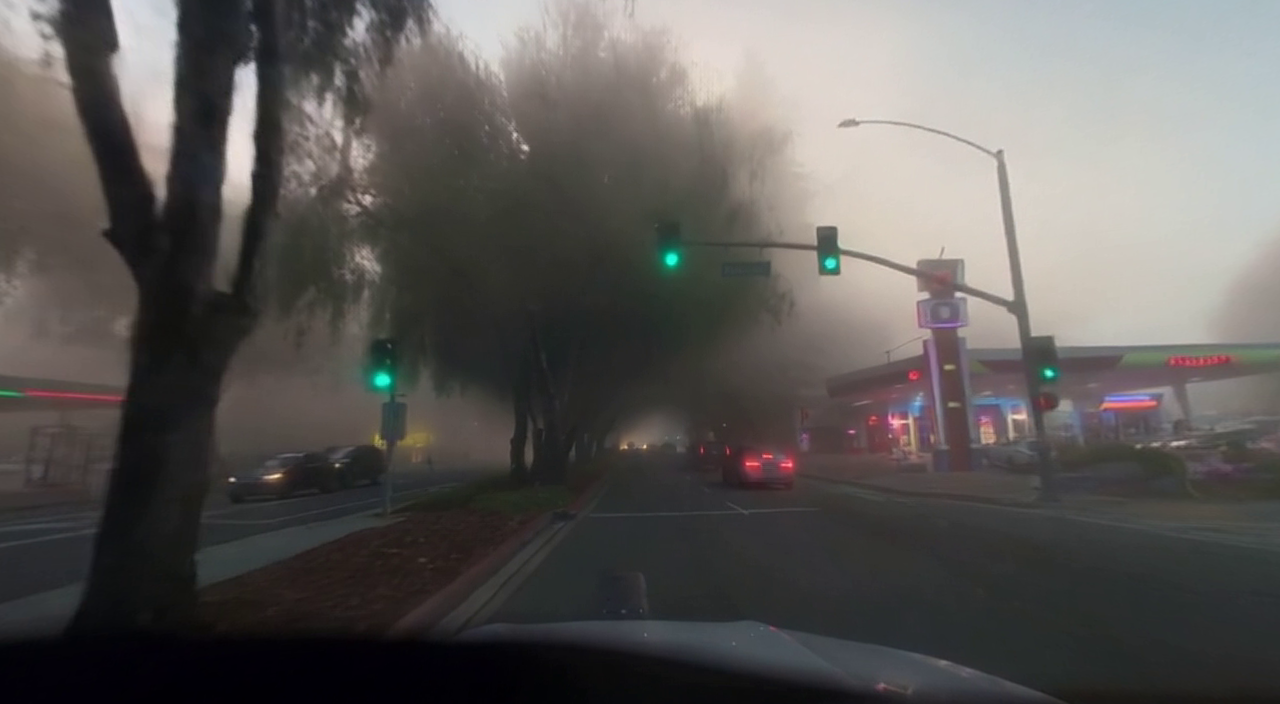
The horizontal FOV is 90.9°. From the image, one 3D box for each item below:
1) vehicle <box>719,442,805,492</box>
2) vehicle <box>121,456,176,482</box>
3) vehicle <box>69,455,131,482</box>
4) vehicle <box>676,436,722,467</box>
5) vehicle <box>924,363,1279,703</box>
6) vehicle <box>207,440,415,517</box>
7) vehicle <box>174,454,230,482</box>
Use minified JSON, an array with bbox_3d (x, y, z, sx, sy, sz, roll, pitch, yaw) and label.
[{"bbox_3d":[3.831,3.680,20.518,1.871,1.442,4.122,0,-8,-1],"label":"vehicle"},{"bbox_3d":[-34.163,8.115,43.895,1.803,1.675,3.674,3,-9,-18],"label":"vehicle"},{"bbox_3d":[-36.270,7.811,42.461,1.755,1.670,3.889,3,-9,-19],"label":"vehicle"},{"bbox_3d":[4.006,6.867,43.778,2.611,1.983,5.165,0,-8,-1],"label":"vehicle"},{"bbox_3d":[3.845,1.047,3.906,1.875,1.665,4.931,0,-9,0],"label":"vehicle"},{"bbox_3d":[-8.229,3.173,16.567,2.842,1.476,4.980,-3,-7,0],"label":"vehicle"},{"bbox_3d":[-31.318,8.263,45.200,2.169,1.834,3.779,2,-9,-17],"label":"vehicle"}]
